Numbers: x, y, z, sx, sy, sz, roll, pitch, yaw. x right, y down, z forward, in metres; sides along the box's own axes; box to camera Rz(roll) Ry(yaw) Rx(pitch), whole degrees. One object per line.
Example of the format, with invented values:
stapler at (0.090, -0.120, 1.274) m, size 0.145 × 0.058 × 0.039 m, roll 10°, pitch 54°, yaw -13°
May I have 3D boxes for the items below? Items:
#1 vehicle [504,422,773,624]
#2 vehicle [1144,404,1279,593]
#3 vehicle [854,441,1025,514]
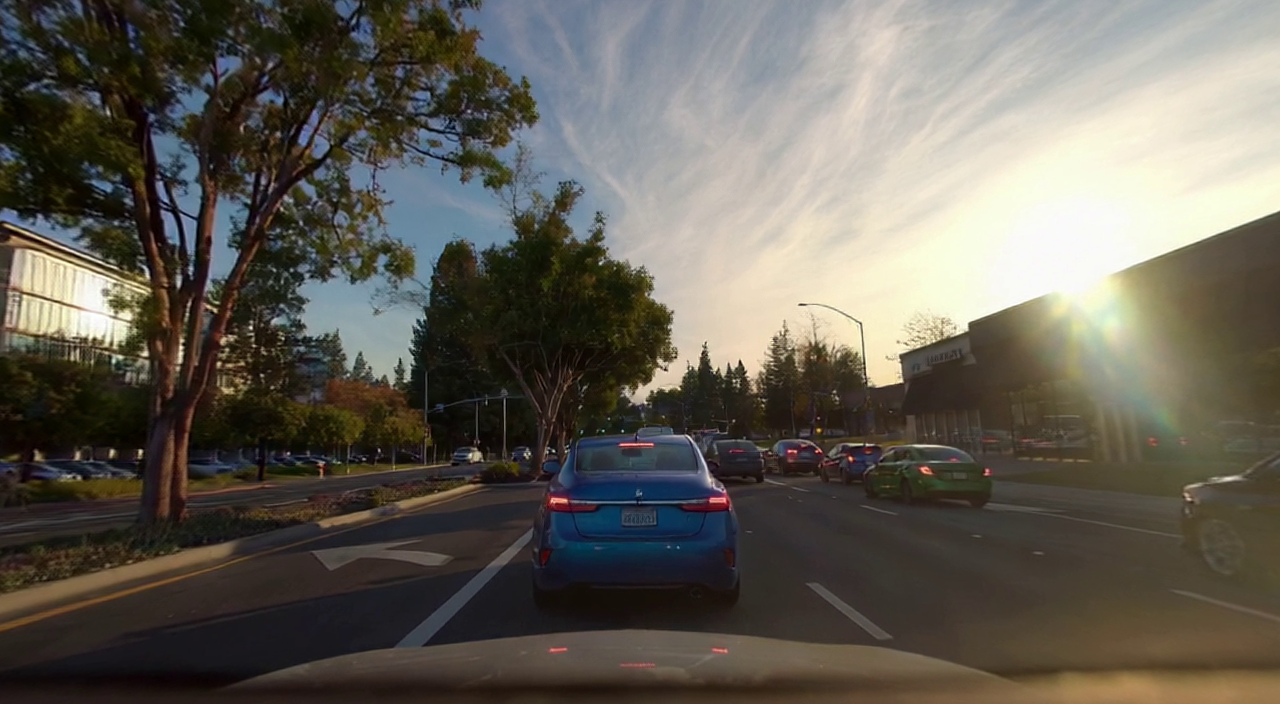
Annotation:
vehicle at (-0.035, 1.584, 6.904) m, size 1.977 × 1.465 × 4.376 m, roll 0°, pitch -8°, yaw -1°
vehicle at (6.885, 1.234, 5.023) m, size 1.988 × 1.727 × 4.584 m, roll 0°, pitch -8°, yaw 2°
vehicle at (6.882, 2.886, 15.138) m, size 1.911 × 1.468 × 4.417 m, roll 0°, pitch -8°, yaw 0°
